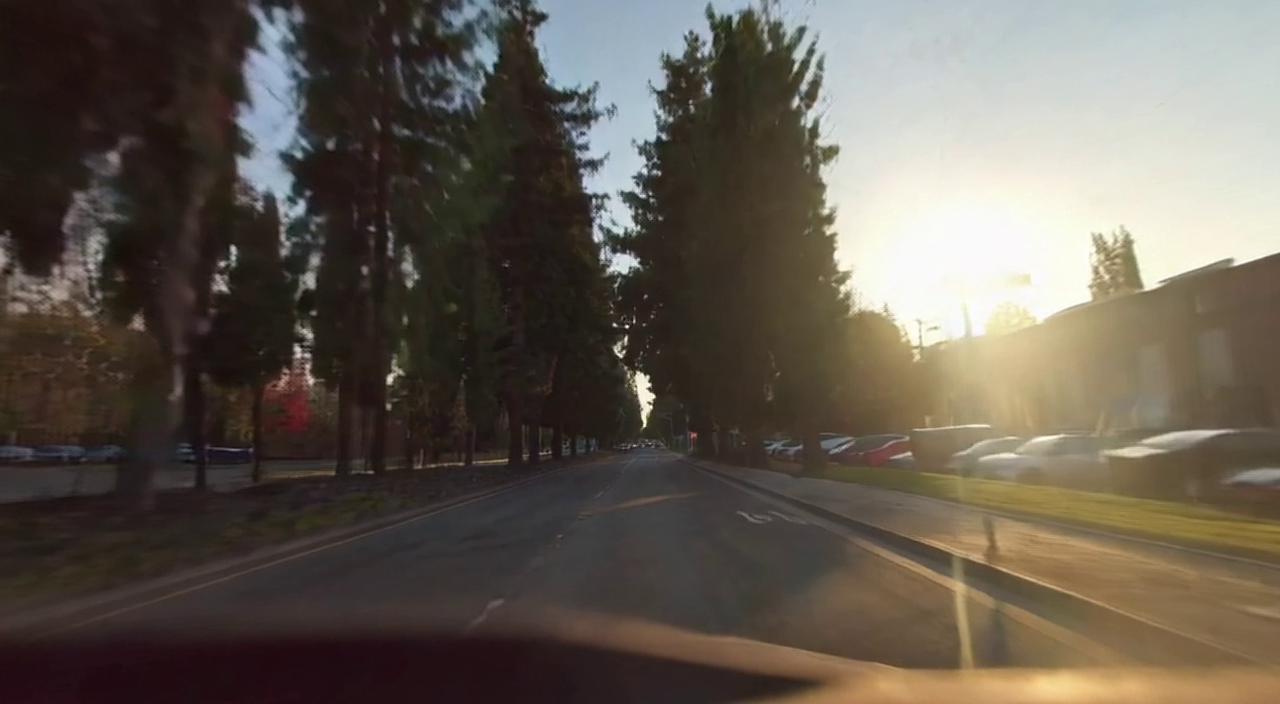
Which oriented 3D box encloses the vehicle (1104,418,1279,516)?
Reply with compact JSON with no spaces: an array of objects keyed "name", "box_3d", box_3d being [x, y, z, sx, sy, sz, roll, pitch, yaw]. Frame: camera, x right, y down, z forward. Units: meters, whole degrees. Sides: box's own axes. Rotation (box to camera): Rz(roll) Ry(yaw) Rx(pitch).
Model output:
[{"name":"vehicle","box_3d":[11.171,2.011,11.008,4.463,1.540,1.945,0,-10,3]}]
